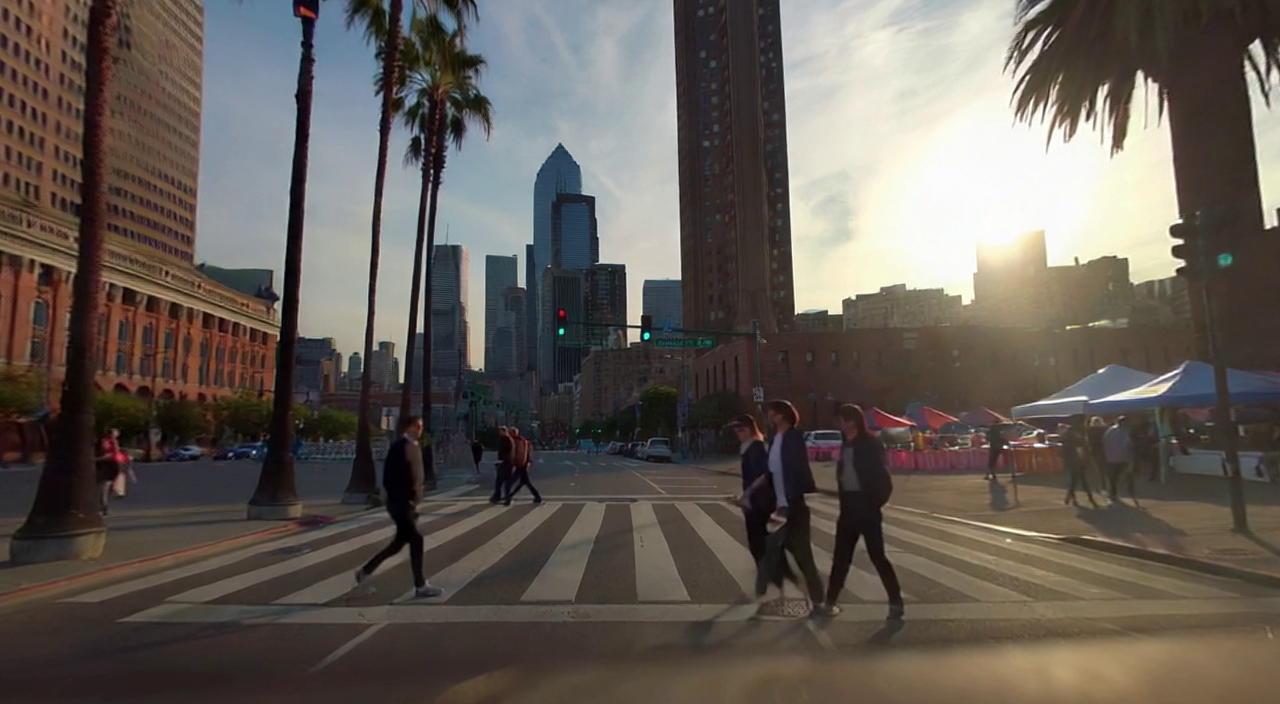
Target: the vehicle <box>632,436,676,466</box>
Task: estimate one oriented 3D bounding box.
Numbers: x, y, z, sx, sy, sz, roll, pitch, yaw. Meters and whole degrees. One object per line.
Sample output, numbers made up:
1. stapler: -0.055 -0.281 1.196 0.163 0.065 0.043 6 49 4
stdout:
1. vehicle: 0.936 7.282 46.565 2.322 2.071 5.366 1 -9 -9
